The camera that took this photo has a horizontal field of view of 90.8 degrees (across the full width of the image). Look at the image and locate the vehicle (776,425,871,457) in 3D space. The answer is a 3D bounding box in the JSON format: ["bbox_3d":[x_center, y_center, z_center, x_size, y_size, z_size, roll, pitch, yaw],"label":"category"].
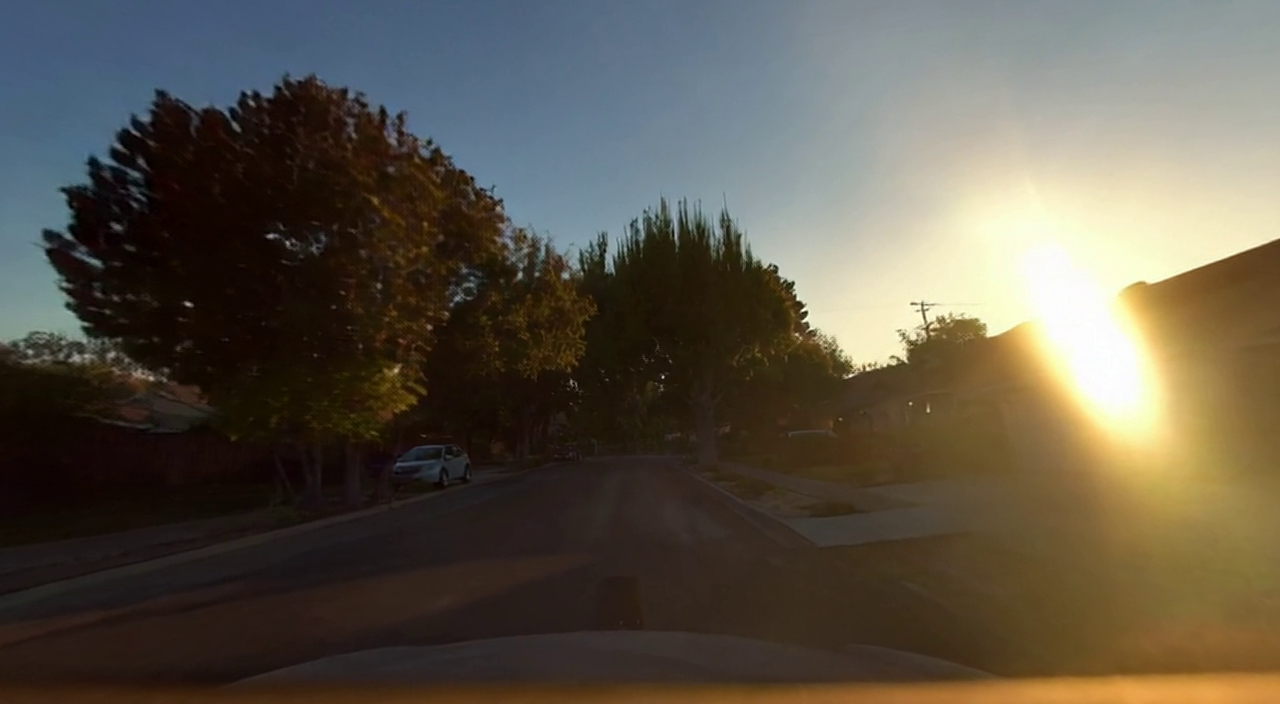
[{"bbox_3d":[11.743,5.717,40.692,5.367,1.953,2.257,1,-9,-7],"label":"vehicle"}]

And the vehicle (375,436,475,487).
[{"bbox_3d":[-8.627,4.477,25.965,2.352,1.843,4.979,-1,-10,0],"label":"vehicle"}]
